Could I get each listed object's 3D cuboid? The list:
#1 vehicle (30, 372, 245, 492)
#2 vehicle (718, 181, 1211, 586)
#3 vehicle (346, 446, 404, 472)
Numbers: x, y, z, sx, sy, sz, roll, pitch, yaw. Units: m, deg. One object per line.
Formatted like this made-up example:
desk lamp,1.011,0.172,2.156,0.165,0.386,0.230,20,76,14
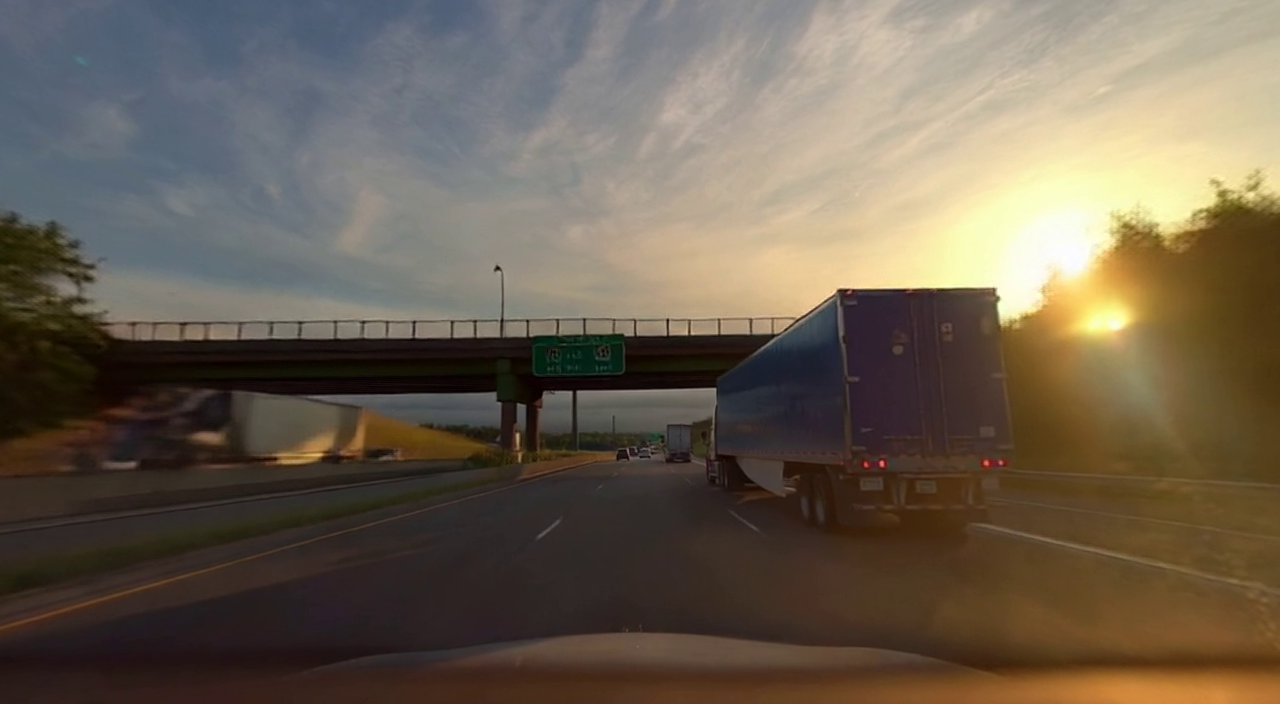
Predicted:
vehicle,-18.484,3.095,23.866,2.957,3.937,5.954,0,-9,0
vehicle,3.984,1.306,13.307,2.825,4.054,14.210,0,-9,0
vehicle,-15.079,6.105,36.076,1.720,1.443,3.580,0,-9,0
